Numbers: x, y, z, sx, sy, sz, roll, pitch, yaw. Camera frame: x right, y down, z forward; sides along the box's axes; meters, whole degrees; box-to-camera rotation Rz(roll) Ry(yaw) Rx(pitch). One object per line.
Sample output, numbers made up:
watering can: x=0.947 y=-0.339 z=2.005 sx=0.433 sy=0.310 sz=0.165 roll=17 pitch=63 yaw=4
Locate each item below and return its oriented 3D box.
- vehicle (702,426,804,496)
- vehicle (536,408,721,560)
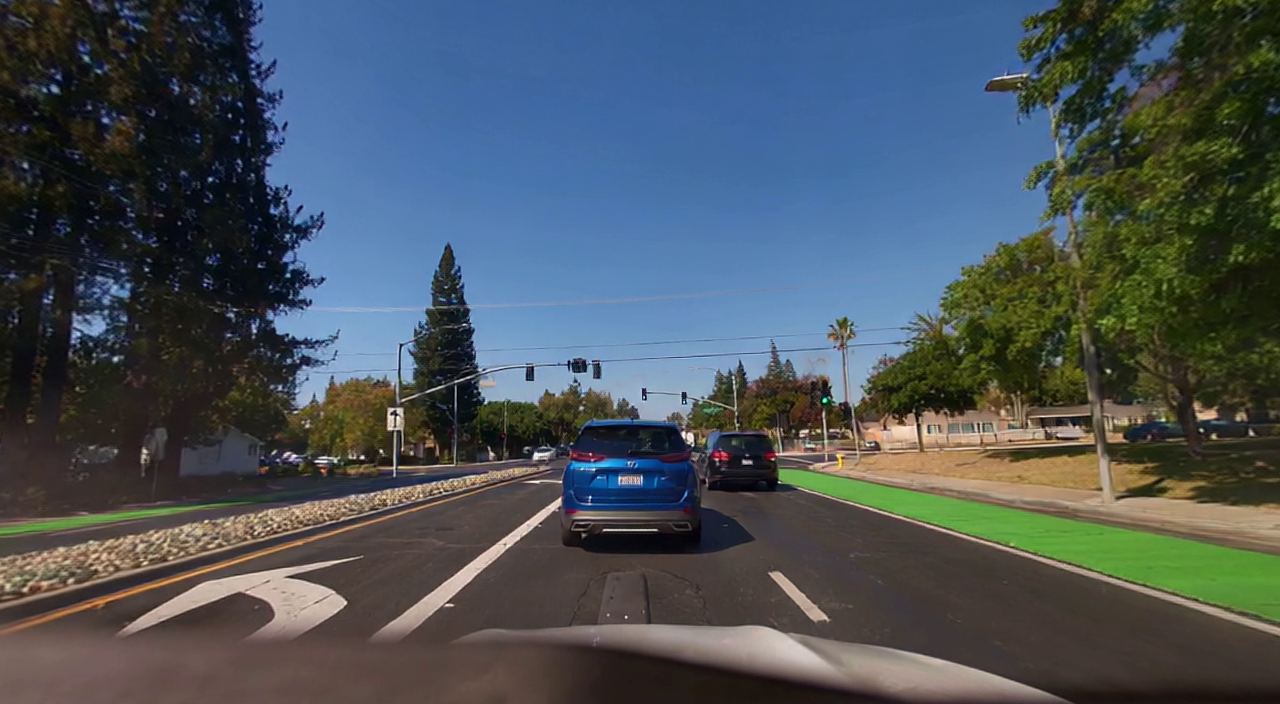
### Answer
vehicle: x=3.169 y=3.197 z=18.780 sx=2.189 sy=1.815 sz=4.495 roll=0 pitch=-8 yaw=0
vehicle: x=-0.117 y=1.805 z=9.270 sx=2.109 sy=1.730 sz=3.963 roll=0 pitch=-8 yaw=0
